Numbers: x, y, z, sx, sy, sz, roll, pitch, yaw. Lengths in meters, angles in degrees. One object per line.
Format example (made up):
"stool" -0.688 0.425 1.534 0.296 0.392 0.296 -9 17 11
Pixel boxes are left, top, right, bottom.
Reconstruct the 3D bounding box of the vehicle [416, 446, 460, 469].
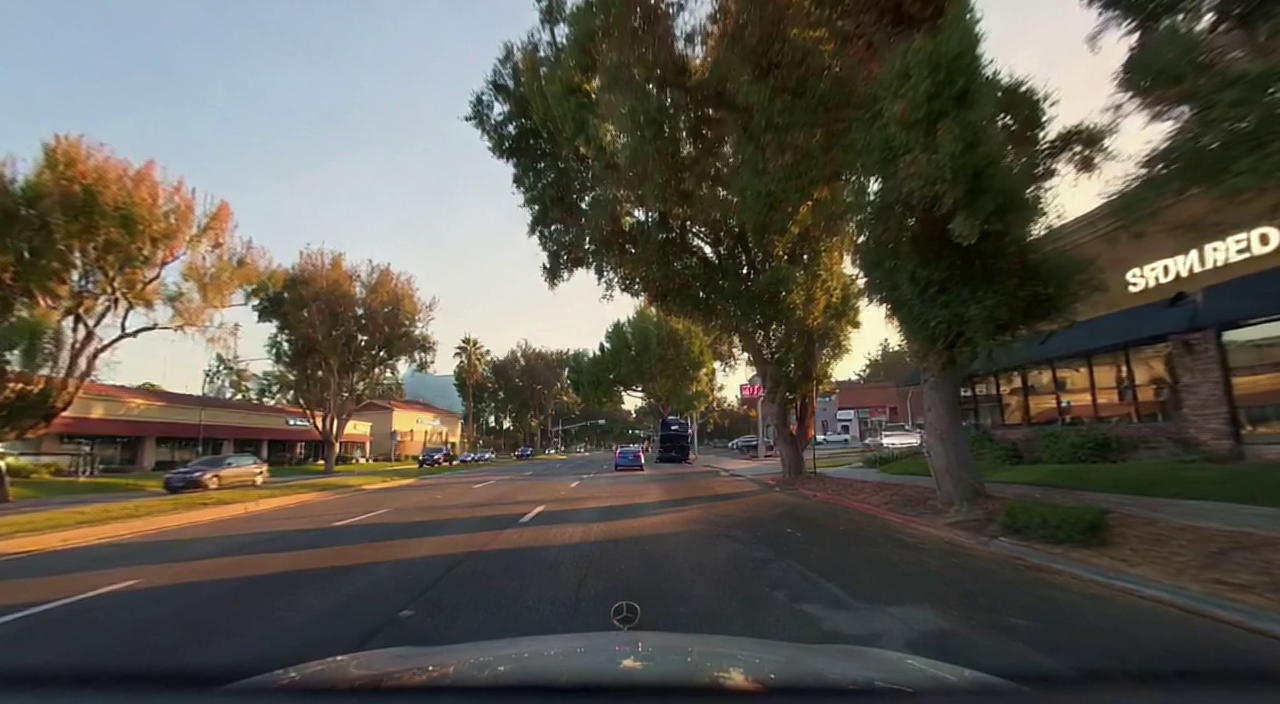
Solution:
"vehicle" -15.817 8.298 49.784 2.041 1.685 4.571 0 -9 -1

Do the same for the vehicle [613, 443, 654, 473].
"vehicle" -0.425 5.750 34.570 2.103 1.506 4.742 0 -9 -3

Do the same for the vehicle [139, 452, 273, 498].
"vehicle" -15.499 4.368 22.895 1.811 1.467 4.324 0 -9 -1
